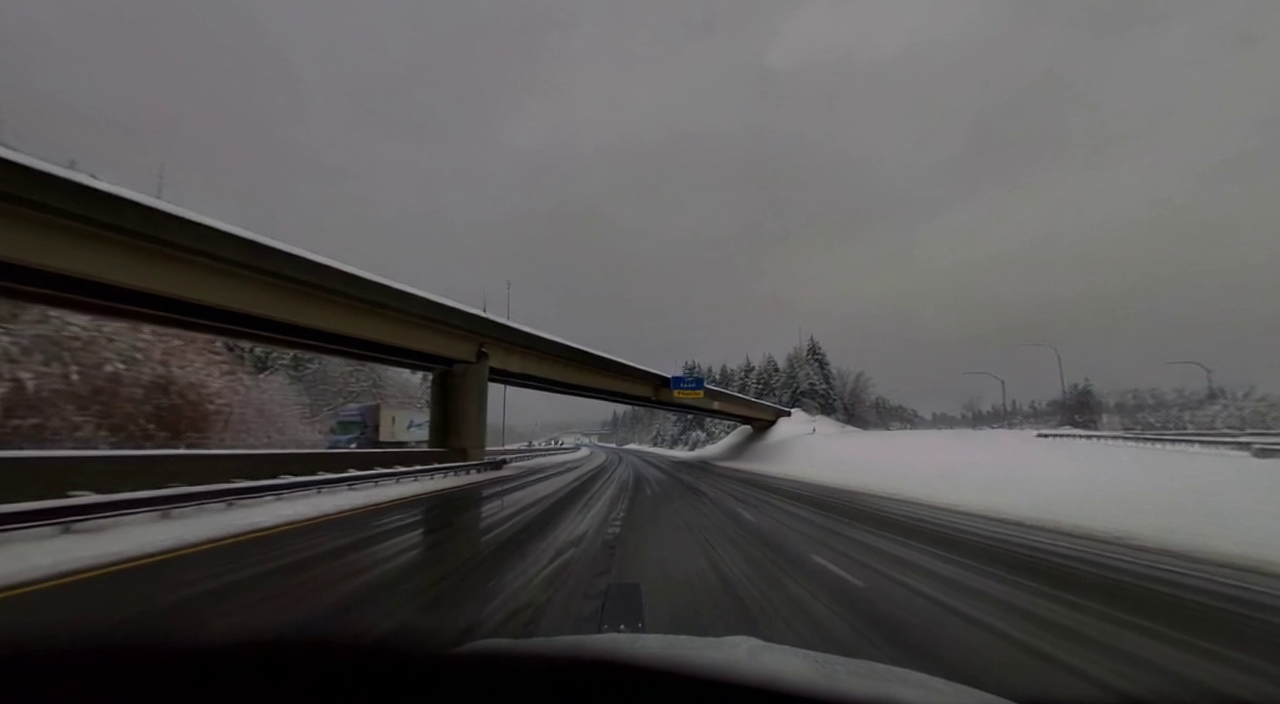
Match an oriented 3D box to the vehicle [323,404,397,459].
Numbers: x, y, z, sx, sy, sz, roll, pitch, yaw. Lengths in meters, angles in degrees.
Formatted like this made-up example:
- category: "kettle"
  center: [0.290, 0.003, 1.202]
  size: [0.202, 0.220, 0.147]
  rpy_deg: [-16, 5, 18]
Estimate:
- category: "vehicle"
  center: [-21.342, 6.181, 48.388]
  size: [3.017, 3.927, 5.948]
  rpy_deg: [1, -9, -3]
